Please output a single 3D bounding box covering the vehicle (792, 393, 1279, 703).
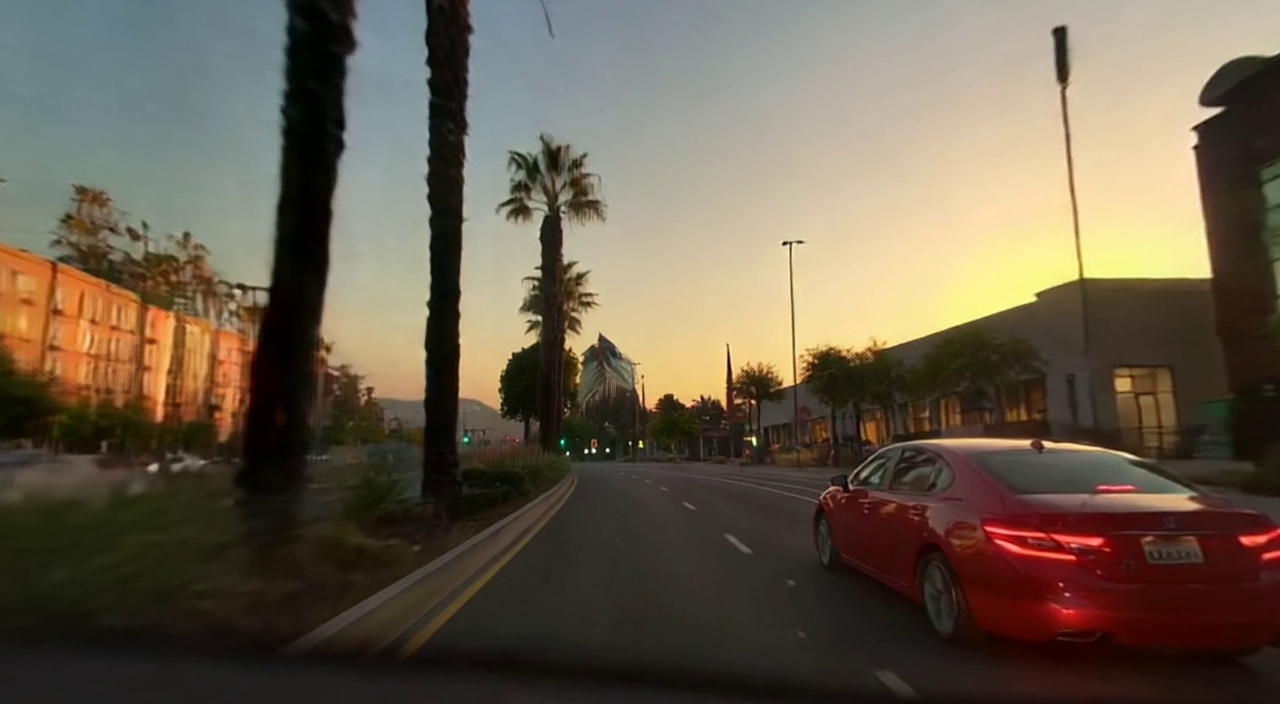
[{"bbox_3d":[2.816,1.326,5.392,1.867,1.554,4.301,-1,-9,-1],"label":"vehicle"}]
